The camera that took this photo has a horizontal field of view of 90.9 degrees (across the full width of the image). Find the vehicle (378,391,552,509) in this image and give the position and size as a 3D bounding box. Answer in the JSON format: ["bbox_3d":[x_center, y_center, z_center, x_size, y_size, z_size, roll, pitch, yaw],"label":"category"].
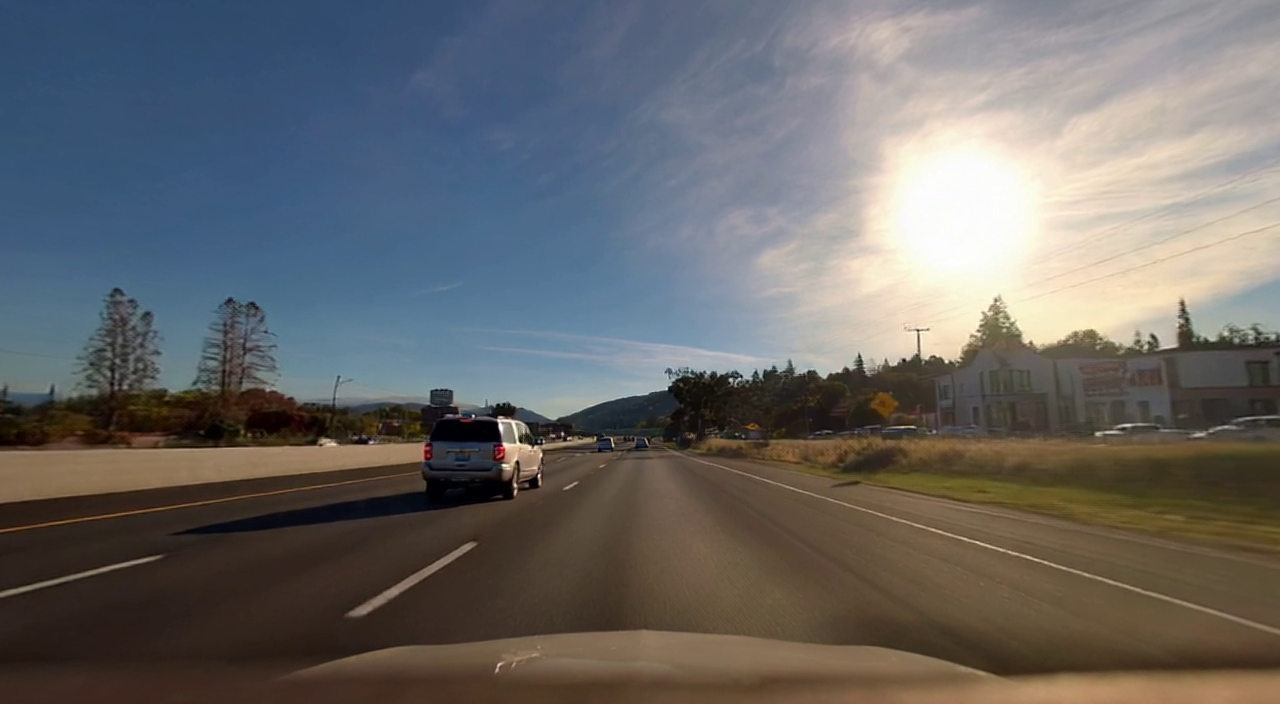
[{"bbox_3d":[-3.699,2.256,14.819,2.352,2.209,5.802,0,-8,1],"label":"vehicle"}]

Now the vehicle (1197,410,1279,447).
[{"bbox_3d":[35.217,4.384,35.789,5.502,2.016,2.220,1,-8,-10],"label":"vehicle"}]

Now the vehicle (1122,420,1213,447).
[{"bbox_3d":[34.459,5.349,41.236,4.460,1.688,2.039,1,-8,-11],"label":"vehicle"}]
